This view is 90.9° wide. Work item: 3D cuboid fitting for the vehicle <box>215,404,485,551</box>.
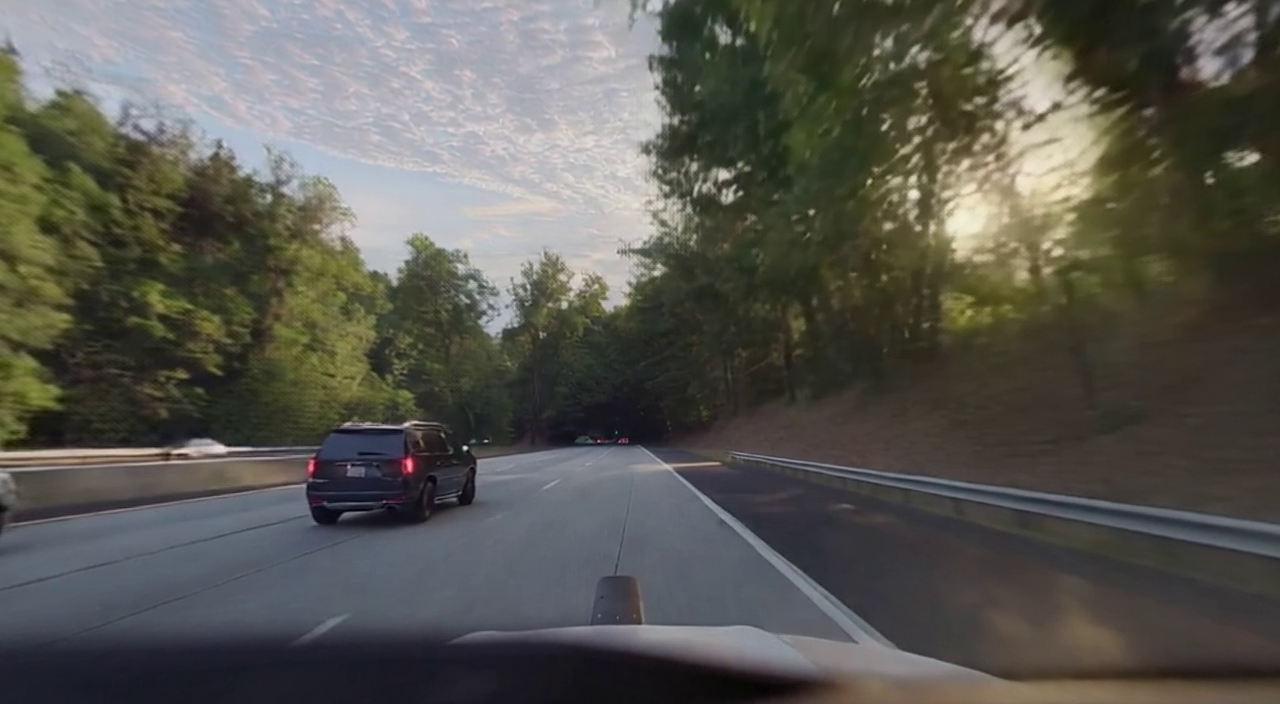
[{"bbox_3d":[-3.835,1.711,9.318,2.034,1.675,4.080,0,-8,0],"label":"vehicle"}]
